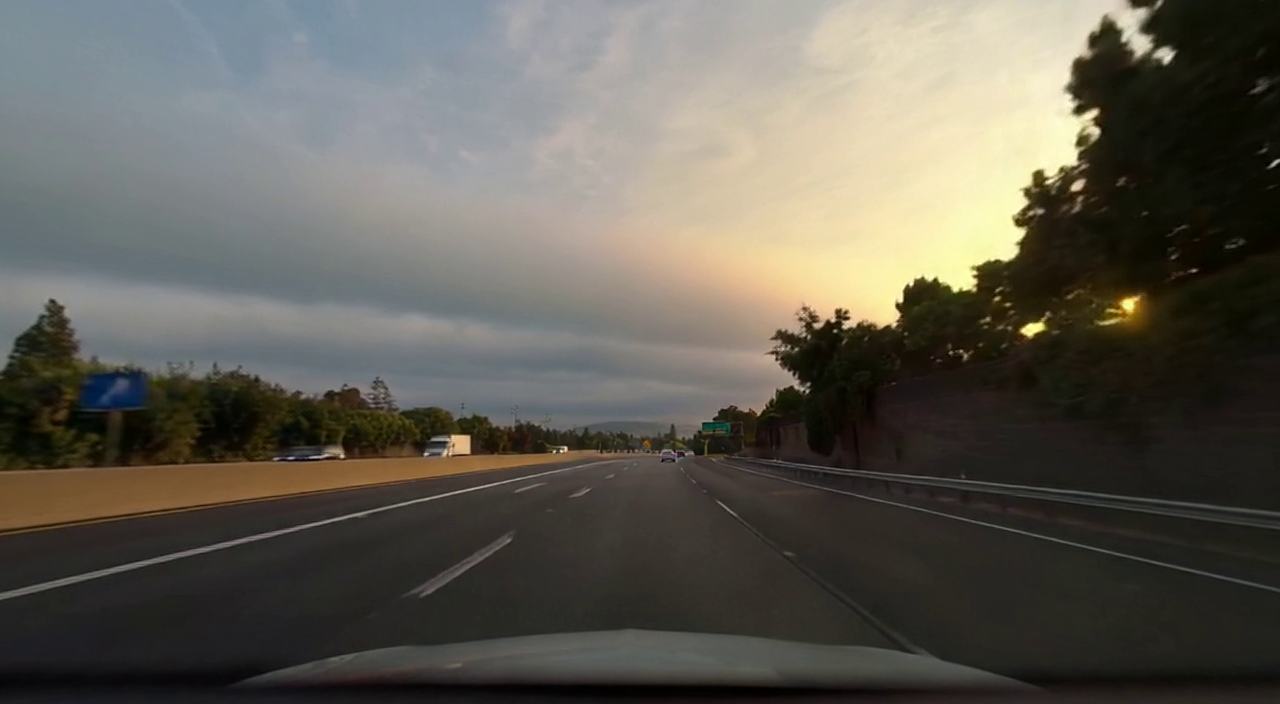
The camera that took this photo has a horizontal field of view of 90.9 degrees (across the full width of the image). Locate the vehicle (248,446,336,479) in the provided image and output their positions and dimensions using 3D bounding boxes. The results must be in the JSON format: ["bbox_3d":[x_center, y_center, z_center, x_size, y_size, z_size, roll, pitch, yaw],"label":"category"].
[{"bbox_3d":[-18.632,5.912,34.006,2.020,1.650,4.606,-1,-9,2],"label":"vehicle"}]
